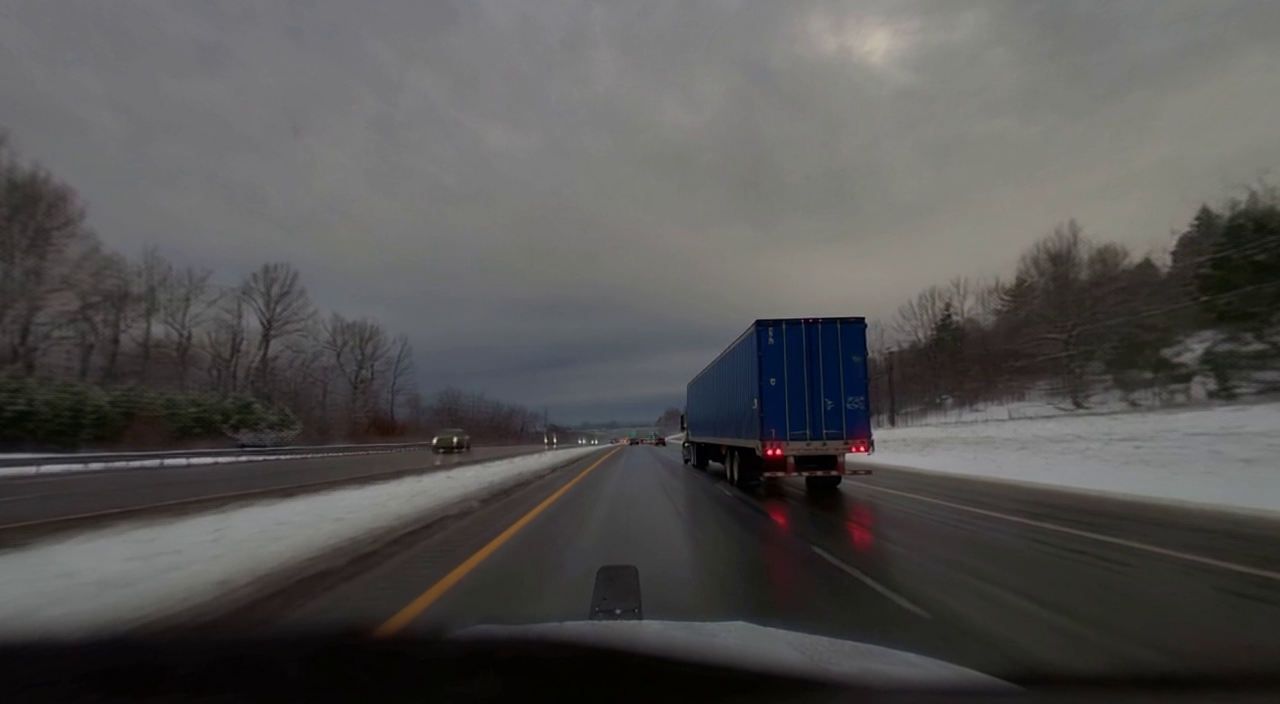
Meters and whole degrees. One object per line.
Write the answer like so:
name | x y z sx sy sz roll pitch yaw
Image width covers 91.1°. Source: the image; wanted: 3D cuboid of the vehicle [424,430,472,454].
vehicle | -13.152 6.171 43.263 1.932 1.537 4.480 0 -8 -1

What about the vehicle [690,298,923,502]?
vehicle | 4.116 2.107 21.683 3.203 4.273 17.131 0 -8 -1
